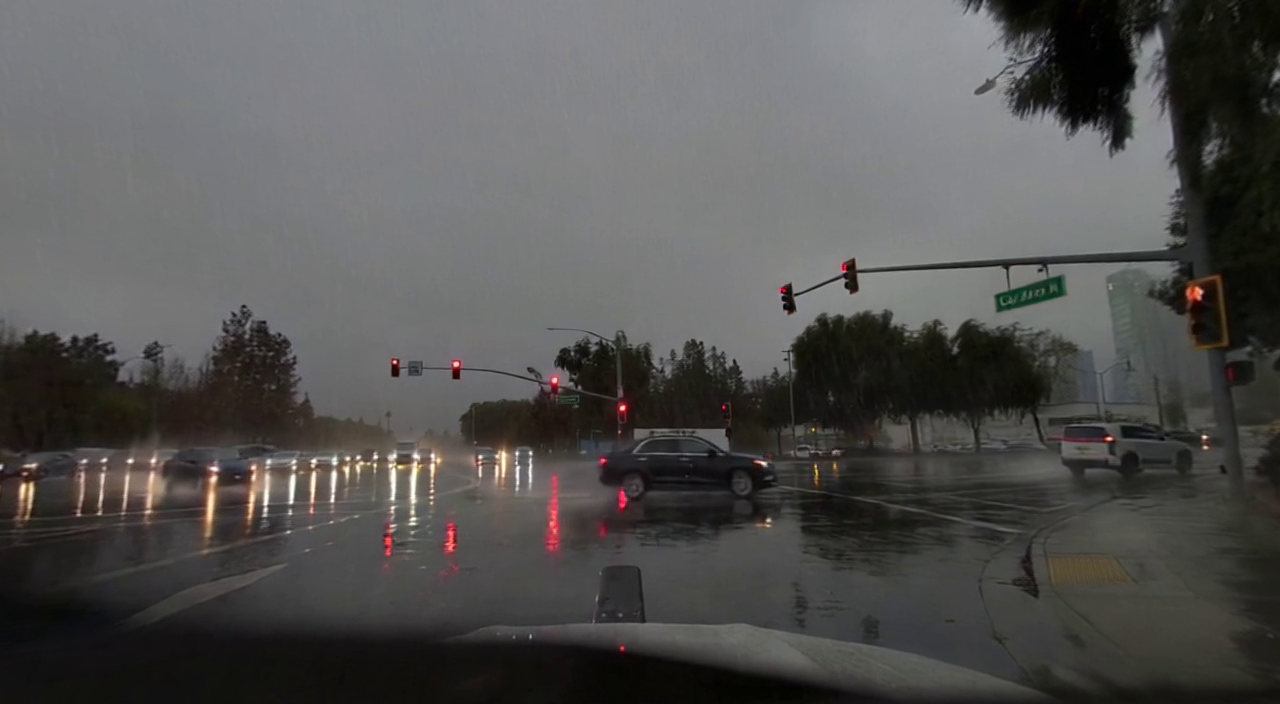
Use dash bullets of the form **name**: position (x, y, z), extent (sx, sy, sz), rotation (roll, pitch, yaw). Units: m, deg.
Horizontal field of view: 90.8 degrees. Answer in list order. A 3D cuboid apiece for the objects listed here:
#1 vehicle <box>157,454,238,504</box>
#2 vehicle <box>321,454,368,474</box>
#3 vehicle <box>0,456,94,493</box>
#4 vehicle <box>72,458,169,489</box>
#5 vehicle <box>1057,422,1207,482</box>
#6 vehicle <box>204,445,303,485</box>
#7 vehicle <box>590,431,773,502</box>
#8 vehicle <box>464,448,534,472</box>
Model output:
- **vehicle**: position (-15.224, 4.260, 21.713), extent (1.957, 1.471, 4.728), rotation (6, -11, -35)
- **vehicle**: position (-23.036, 8.723, 49.389), extent (1.999, 1.468, 4.702), rotation (1, -9, -8)
- **vehicle**: position (-31.172, 6.265, 32.647), extent (2.142, 1.723, 4.692), rotation (1, -9, -9)
- **vehicle**: position (-28.358, 6.619, 34.701), extent (1.965, 1.448, 4.553), rotation (1, -9, -8)
- **vehicle**: position (16.358, 3.296, 20.969), extent (4.619, 1.759, 2.101), rotation (4, -10, -28)
- **vehicle**: position (-20.897, 6.099, 34.556), extent (2.358, 1.937, 5.896), rotation (1, -9, -8)
- **vehicle**: position (1.030, 2.835, 15.808), extent (4.281, 1.621, 1.903), rotation (-1, -9, 6)
- **vehicle**: position (-9.289, 7.115, 41.817), extent (1.989, 1.496, 4.211), rotation (-7, -11, 37)
